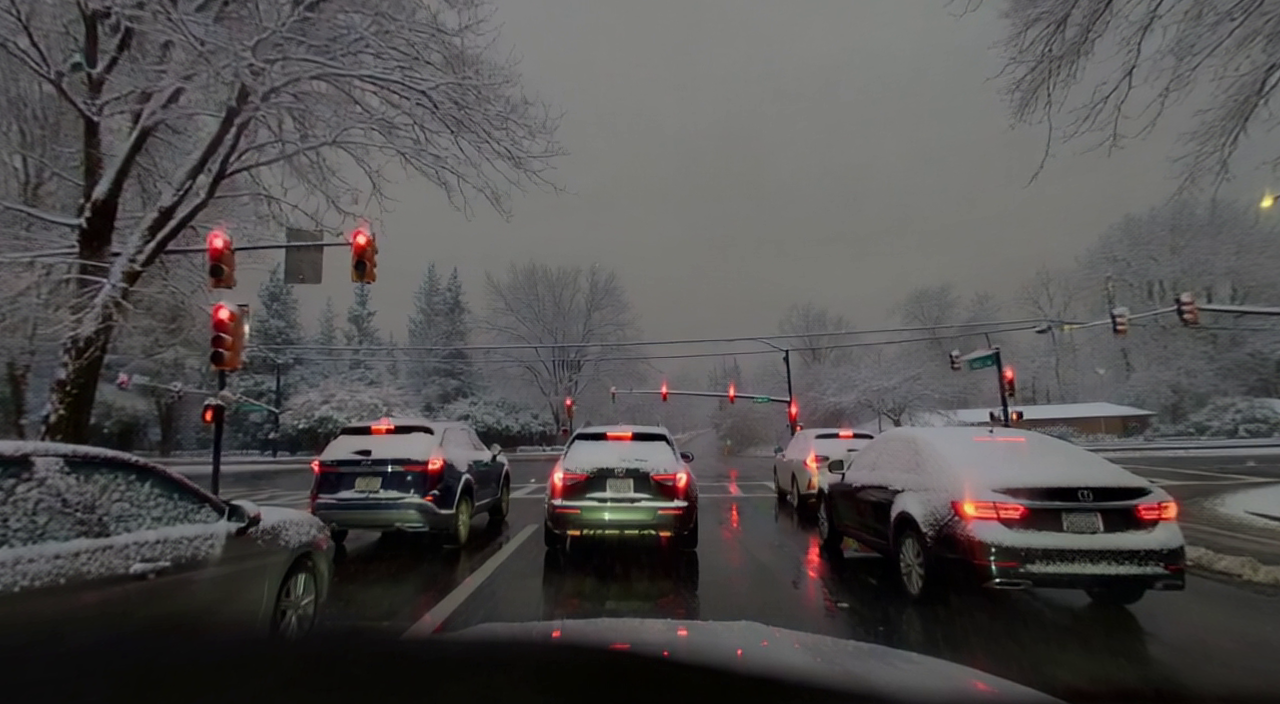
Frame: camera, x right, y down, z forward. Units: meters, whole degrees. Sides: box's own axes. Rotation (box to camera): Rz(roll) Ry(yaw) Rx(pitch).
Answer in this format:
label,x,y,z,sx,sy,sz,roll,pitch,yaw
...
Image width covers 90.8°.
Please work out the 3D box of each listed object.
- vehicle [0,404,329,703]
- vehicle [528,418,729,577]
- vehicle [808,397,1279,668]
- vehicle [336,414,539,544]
label,x,y,z,sx,sy,sz,roll,pitch,yaw
vehicle,-3.340,0.950,2.372,1.863,1.495,4.667,0,-8,2
vehicle,-0.089,1.804,8.557,2.106,1.655,3.717,0,-8,1
vehicle,3.249,1.443,6.198,2.006,1.659,4.462,0,-8,1
vehicle,-3.207,2.117,11.163,2.048,1.805,4.405,0,-8,1
